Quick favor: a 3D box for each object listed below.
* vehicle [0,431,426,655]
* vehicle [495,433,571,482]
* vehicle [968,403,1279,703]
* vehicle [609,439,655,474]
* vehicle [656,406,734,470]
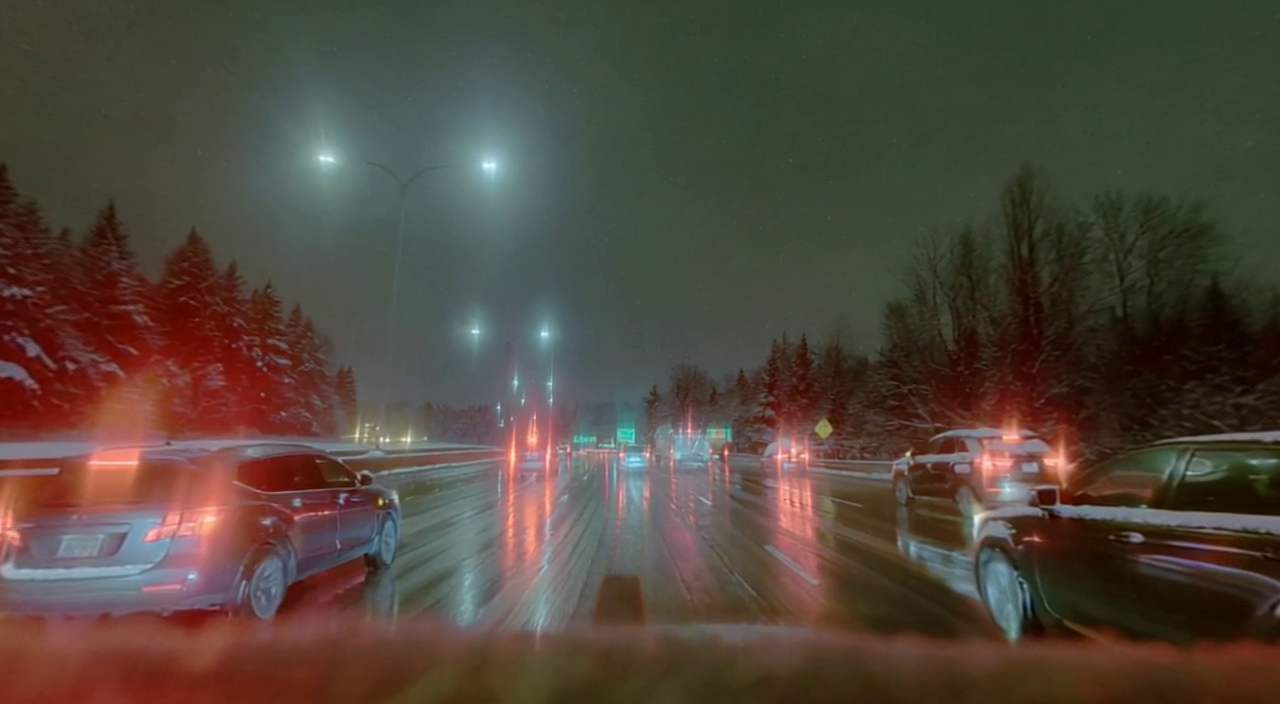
[{"bbox_3d":[-3.923,1.566,6.302,1.947,1.424,4.264,0,-9,2],"label":"vehicle"},{"bbox_3d":[-4.211,4.254,25.646,2.176,1.783,4.799,0,-9,1],"label":"vehicle"},{"bbox_3d":[3.230,0.917,2.007,2.031,1.504,4.327,0,-9,0],"label":"vehicle"},{"bbox_3d":[-0.425,5.414,32.902,2.235,1.682,4.094,0,-9,-1],"label":"vehicle"},{"bbox_3d":[2.976,5.323,38.473,3.426,3.279,12.313,0,-8,-1],"label":"vehicle"}]
